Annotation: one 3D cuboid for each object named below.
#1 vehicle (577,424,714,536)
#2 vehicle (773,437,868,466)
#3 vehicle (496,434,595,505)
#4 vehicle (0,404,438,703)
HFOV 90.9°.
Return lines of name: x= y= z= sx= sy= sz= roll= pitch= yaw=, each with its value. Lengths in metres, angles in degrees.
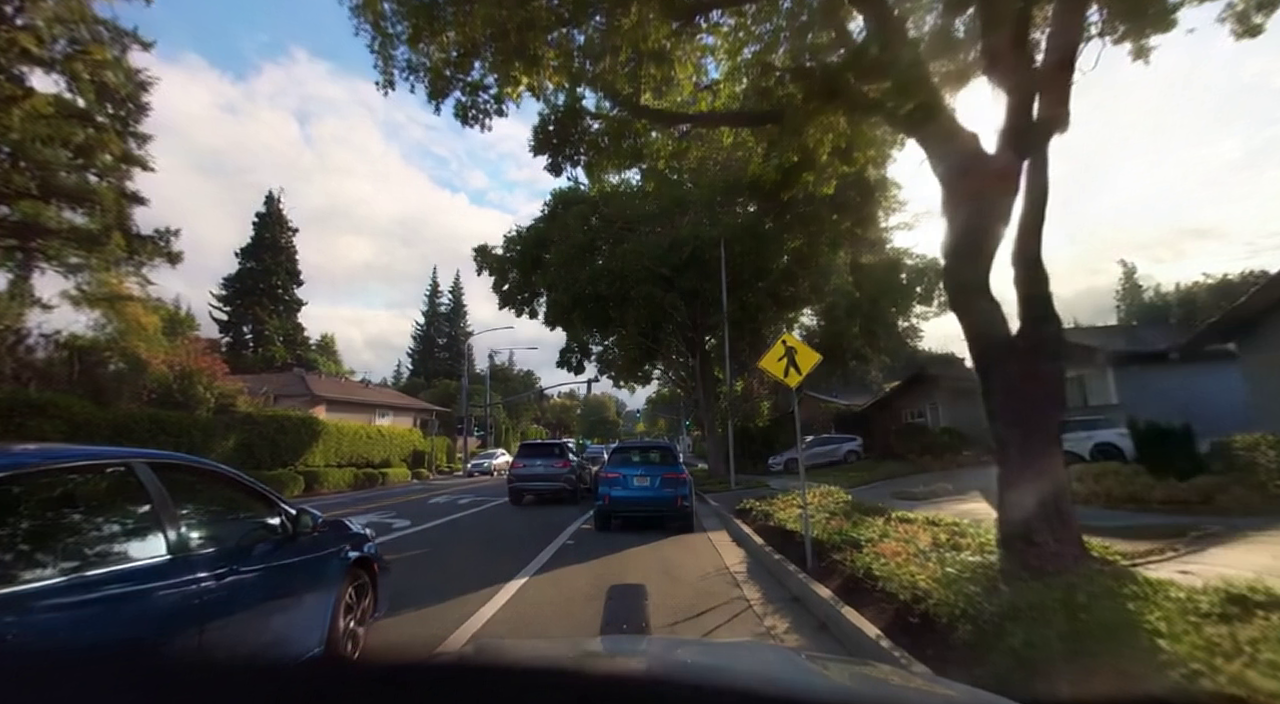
vehicle: x=0.153 y=2.282 z=11.812 sx=2.120 sy=1.718 sz=3.909 roll=0 pitch=-9 yaw=2
vehicle: x=9.531 y=5.295 z=33.567 sx=4.456 sy=1.504 sz=1.914 roll=0 pitch=-8 yaw=2
vehicle: x=-2.494 y=3.229 z=17.731 sx=2.000 sy=1.737 sz=4.133 roll=0 pitch=-9 yaw=2
vehicle: x=-2.862 y=1.114 z=3.282 sx=1.968 sy=1.472 sz=4.685 roll=0 pitch=-9 yaw=1
